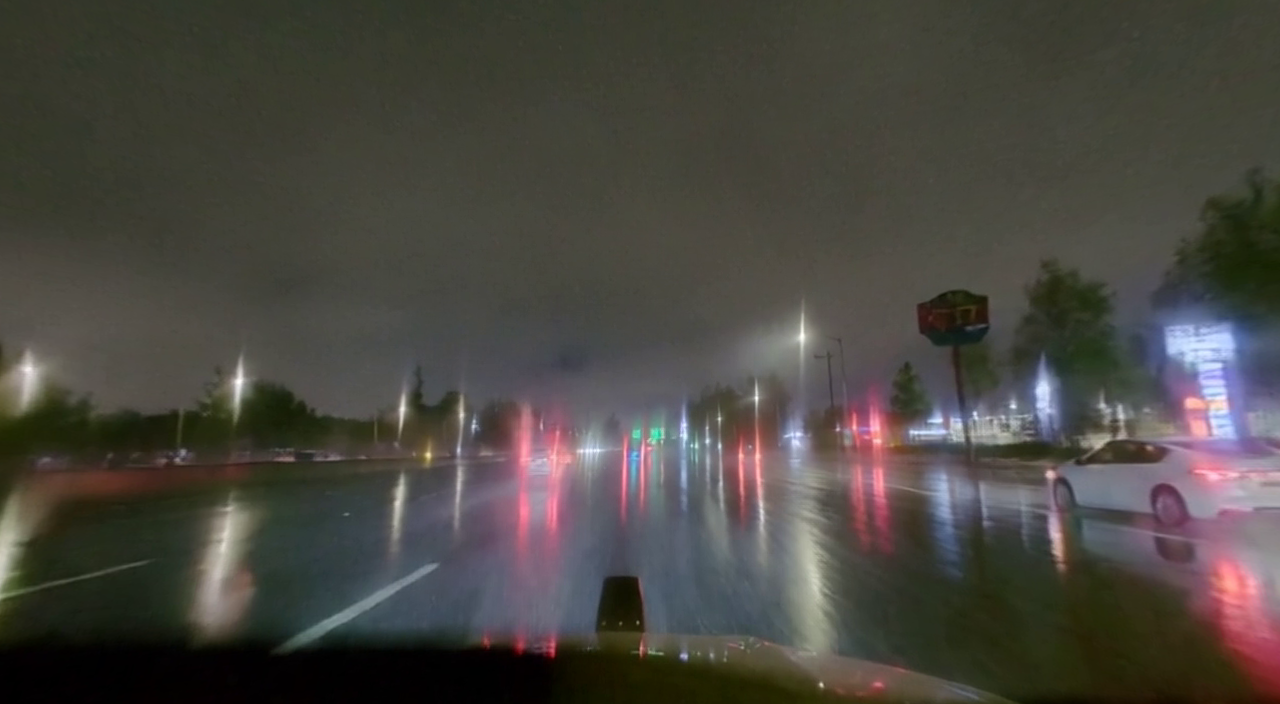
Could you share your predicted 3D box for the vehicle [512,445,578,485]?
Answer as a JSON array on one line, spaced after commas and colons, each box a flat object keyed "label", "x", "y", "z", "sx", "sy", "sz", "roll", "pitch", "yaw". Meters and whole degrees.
[{"label": "vehicle", "x": -3.961, "y": 4.801, "z": 27.049, "sx": 2.071, "sy": 1.553, "sz": 4.388, "roll": 0, "pitch": -9, "yaw": 1}]

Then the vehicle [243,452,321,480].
[{"label": "vehicle", "x": -22.113, "y": 7.036, "z": 39.170, "sx": 1.929, "sy": 1.597, "sz": 4.923, "roll": 0, "pitch": -9, "yaw": 1}]

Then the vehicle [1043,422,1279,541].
[{"label": "vehicle", "x": 9.655, "y": 2.107, "z": 10.878, "sx": 2.035, "sy": 1.566, "sz": 5.409, "roll": -1, "pitch": -9, "yaw": 3}]
